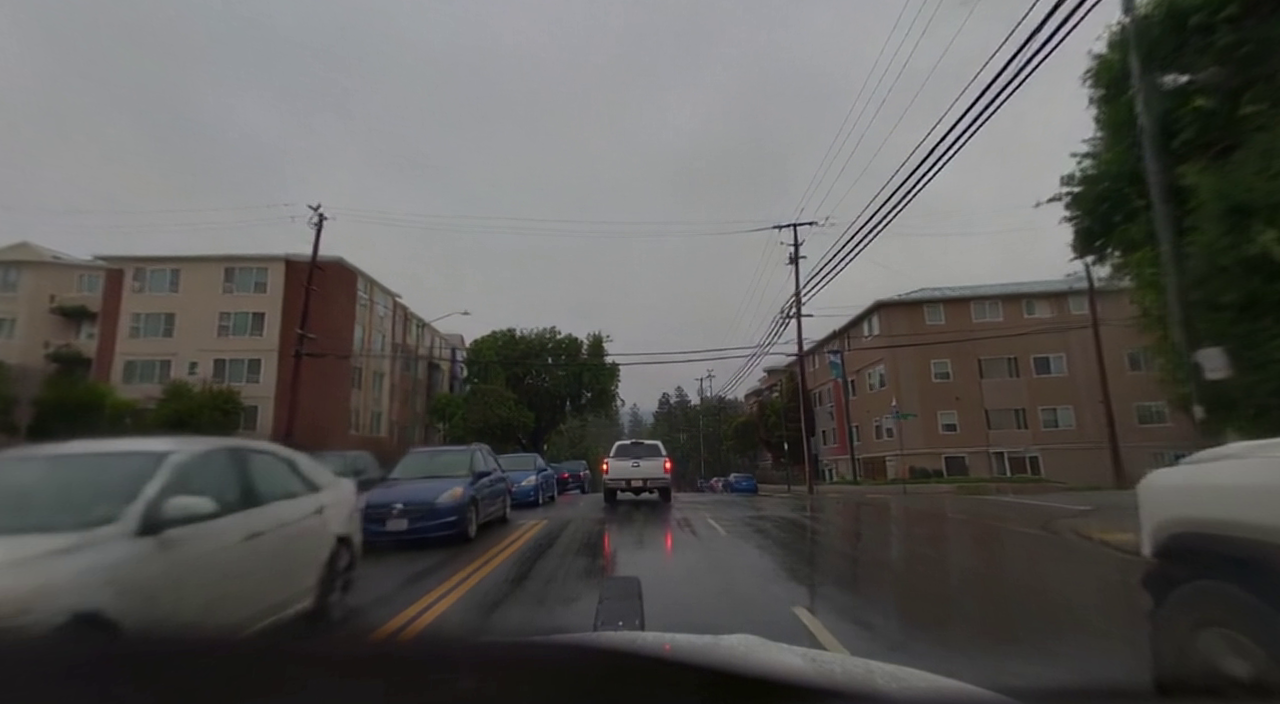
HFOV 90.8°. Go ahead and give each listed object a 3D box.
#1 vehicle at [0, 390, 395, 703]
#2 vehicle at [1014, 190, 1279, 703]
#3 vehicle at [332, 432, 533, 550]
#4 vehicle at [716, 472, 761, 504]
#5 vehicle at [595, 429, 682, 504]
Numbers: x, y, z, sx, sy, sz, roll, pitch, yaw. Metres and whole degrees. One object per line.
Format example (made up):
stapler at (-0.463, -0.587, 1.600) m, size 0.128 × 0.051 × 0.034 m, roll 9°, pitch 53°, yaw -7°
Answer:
vehicle at (-3.022, 1.068, 3.248) m, size 1.893 × 1.518 × 4.024 m, roll 0°, pitch -8°, yaw 0°
vehicle at (2.559, 0.367, 0.102) m, size 2.027 × 1.907 × 4.736 m, roll 0°, pitch -8°, yaw 0°
vehicle at (-3.099, 2.153, 10.531) m, size 1.898 × 1.539 × 4.320 m, roll 0°, pitch -8°, yaw 0°
vehicle at (6.048, 8.375, 39.165) m, size 2.023 × 1.611 × 4.614 m, roll 0°, pitch -8°, yaw 0°
vehicle at (-0.011, 3.384, 18.953) m, size 2.308 × 1.940 × 4.125 m, roll -1°, pitch -9°, yaw 1°
